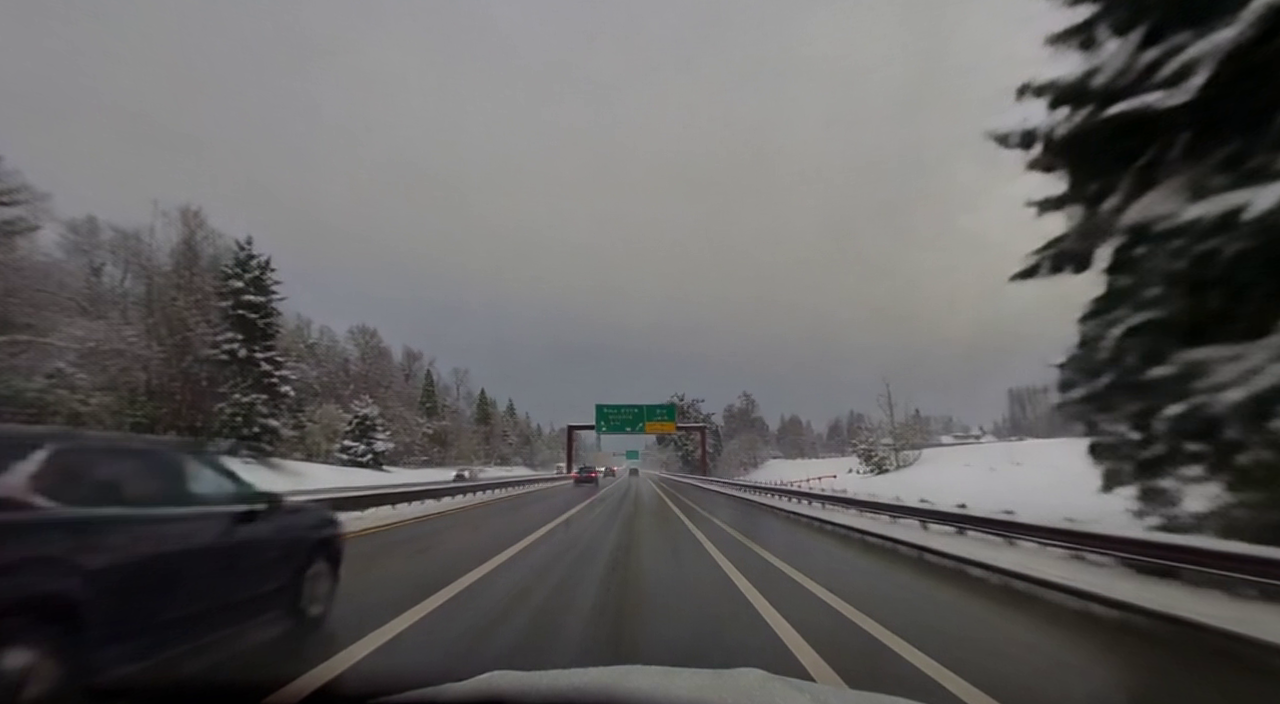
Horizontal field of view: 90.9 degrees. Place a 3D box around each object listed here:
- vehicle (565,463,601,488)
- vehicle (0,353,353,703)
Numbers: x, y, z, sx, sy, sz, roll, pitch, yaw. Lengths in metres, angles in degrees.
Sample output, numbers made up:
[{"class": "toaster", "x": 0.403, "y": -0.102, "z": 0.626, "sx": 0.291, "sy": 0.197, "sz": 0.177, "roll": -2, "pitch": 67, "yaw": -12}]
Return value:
[{"class": "vehicle", "x": -4.241, "y": 9.332, "z": 47.742, "sx": 2.239, "sy": 1.687, "sz": 4.598, "roll": 1, "pitch": -10, "yaw": 0}, {"class": "vehicle", "x": -4.010, "y": 0.985, "z": 3.273, "sx": 2.254, "sy": 1.809, "sz": 5.839, "roll": 1, "pitch": -10, "yaw": 0}]
